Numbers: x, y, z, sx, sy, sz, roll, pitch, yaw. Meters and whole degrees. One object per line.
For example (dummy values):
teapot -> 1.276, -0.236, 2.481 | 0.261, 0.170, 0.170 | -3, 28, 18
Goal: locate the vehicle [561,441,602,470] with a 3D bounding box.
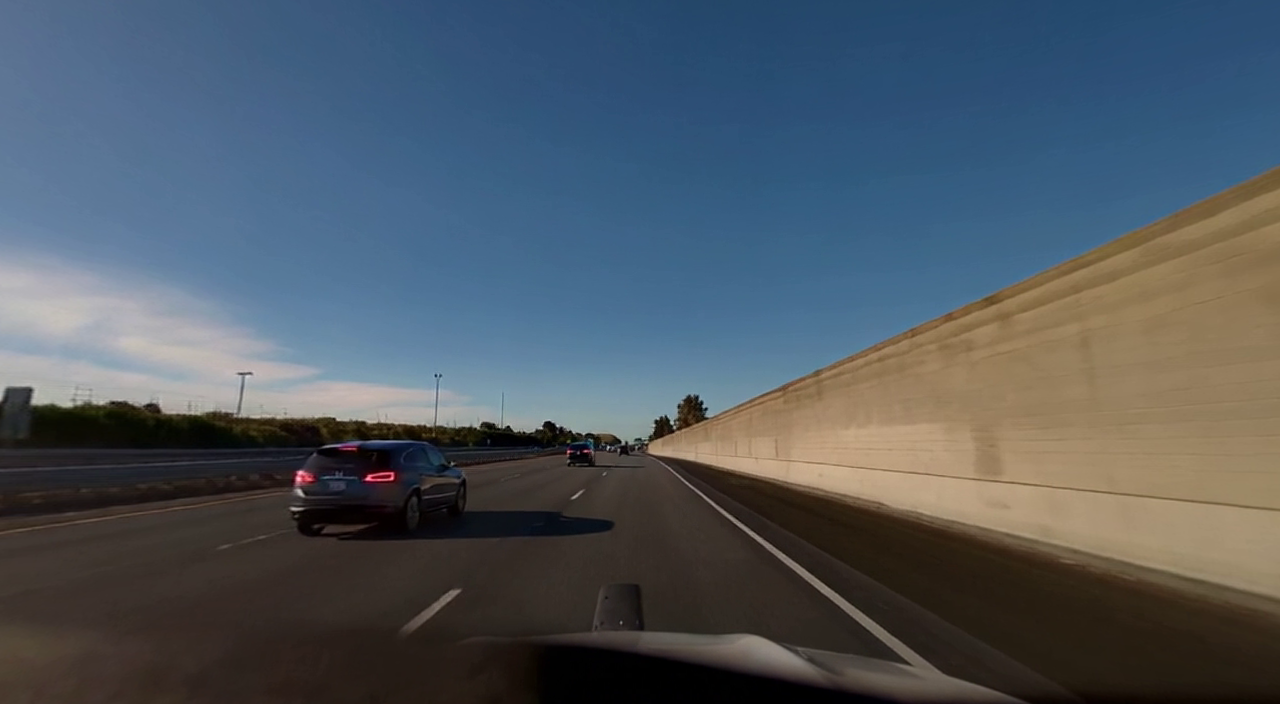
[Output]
vehicle -> -3.593, 6.459, 39.637 | 2.133, 1.683, 4.340 | 0, -9, 0

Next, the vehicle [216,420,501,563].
vehicle -> -3.646, 1.891, 9.245 | 2.195, 1.573, 4.176 | 0, -9, 1
